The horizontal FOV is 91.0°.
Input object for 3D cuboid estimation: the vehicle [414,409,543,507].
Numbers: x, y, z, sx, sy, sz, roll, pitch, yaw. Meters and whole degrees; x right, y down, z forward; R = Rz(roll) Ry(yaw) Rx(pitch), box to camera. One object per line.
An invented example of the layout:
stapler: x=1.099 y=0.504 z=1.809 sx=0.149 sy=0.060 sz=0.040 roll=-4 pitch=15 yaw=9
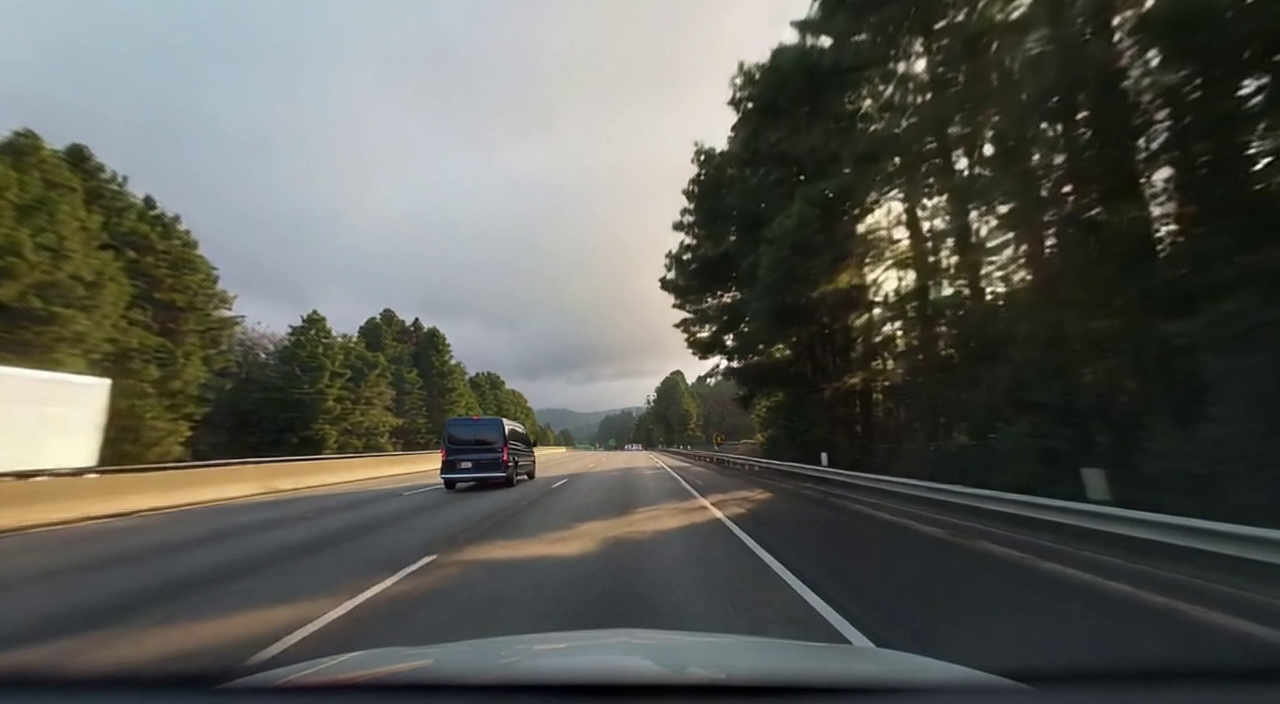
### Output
vehicle: x=-3.750 y=2.564 z=15.617 sx=1.976 sy=2.029 sz=4.737 roll=-1 pitch=-8 yaw=0
